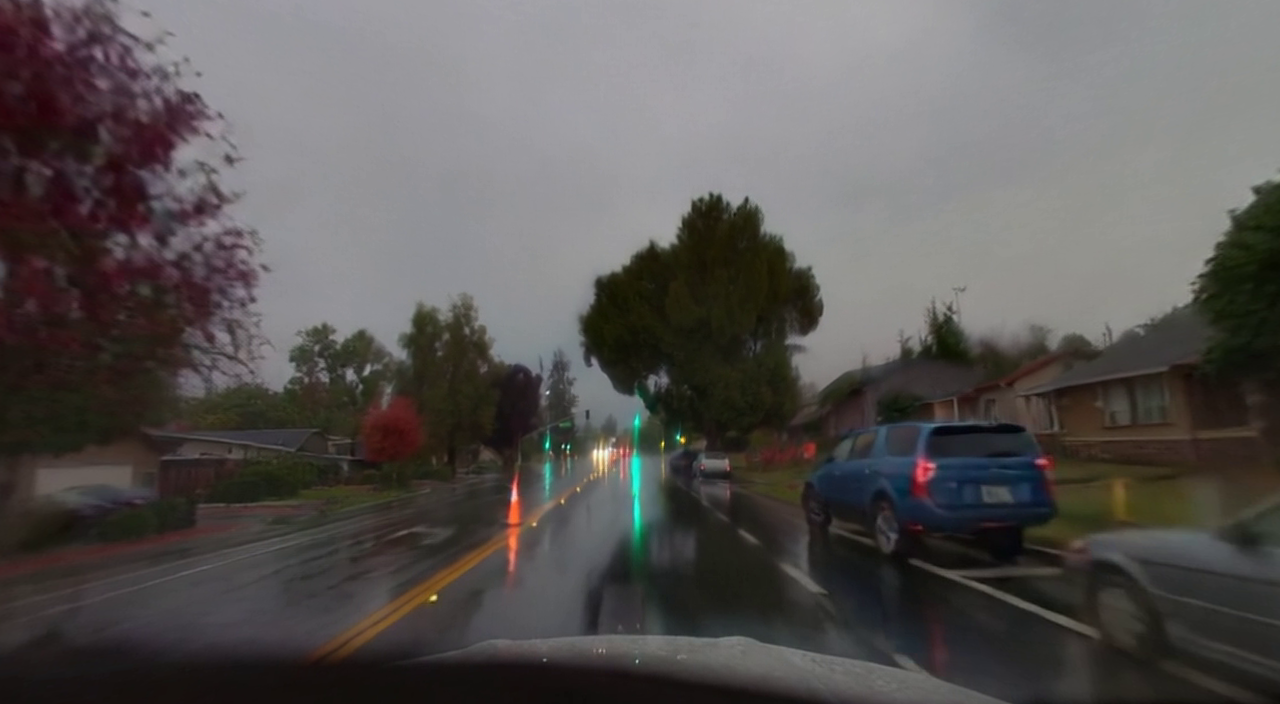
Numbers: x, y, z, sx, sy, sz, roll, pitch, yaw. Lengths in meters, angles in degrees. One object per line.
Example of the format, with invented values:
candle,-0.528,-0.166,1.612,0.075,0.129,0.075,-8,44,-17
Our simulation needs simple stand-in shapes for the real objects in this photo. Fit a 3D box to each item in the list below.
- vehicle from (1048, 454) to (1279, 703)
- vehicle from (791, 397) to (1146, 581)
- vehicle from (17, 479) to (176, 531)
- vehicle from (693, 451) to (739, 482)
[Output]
vehicle,4.151,1.100,2.521,1.928,1.333,4.586,0,-9,-1
vehicle,4.097,1.833,9.239,2.255,1.914,4.967,0,-9,-3
vehicle,-20.282,5.706,23.970,2.015,1.444,4.958,-1,-9,-6
vehicle,3.835,5.854,32.584,1.870,1.441,4.539,-1,-9,1
